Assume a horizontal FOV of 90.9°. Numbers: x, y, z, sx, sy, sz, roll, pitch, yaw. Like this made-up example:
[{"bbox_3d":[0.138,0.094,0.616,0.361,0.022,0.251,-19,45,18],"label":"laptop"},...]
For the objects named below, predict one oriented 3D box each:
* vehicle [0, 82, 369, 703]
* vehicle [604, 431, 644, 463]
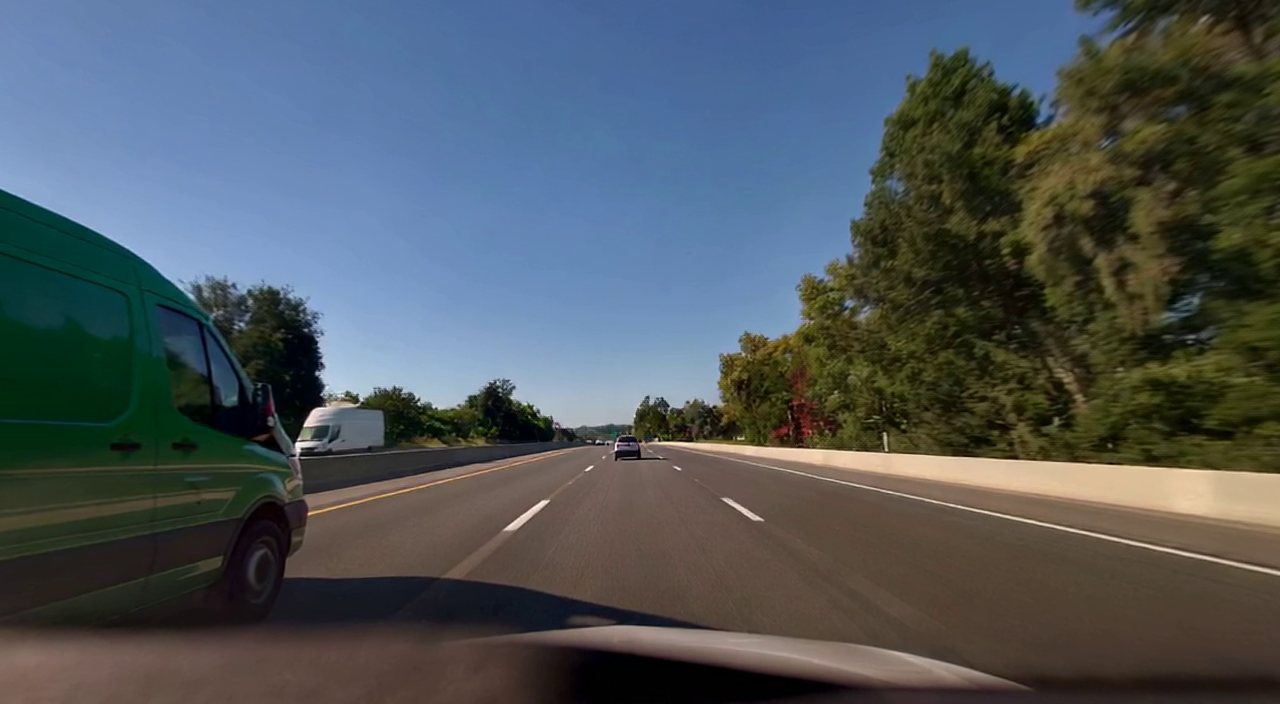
[{"bbox_3d":[-3.514,0.356,2.427,2.424,2.577,5.828,0,-8,-1],"label":"vehicle"},{"bbox_3d":[-0.870,5.210,34.741,2.104,1.646,4.176,0,-8,-1],"label":"vehicle"}]
